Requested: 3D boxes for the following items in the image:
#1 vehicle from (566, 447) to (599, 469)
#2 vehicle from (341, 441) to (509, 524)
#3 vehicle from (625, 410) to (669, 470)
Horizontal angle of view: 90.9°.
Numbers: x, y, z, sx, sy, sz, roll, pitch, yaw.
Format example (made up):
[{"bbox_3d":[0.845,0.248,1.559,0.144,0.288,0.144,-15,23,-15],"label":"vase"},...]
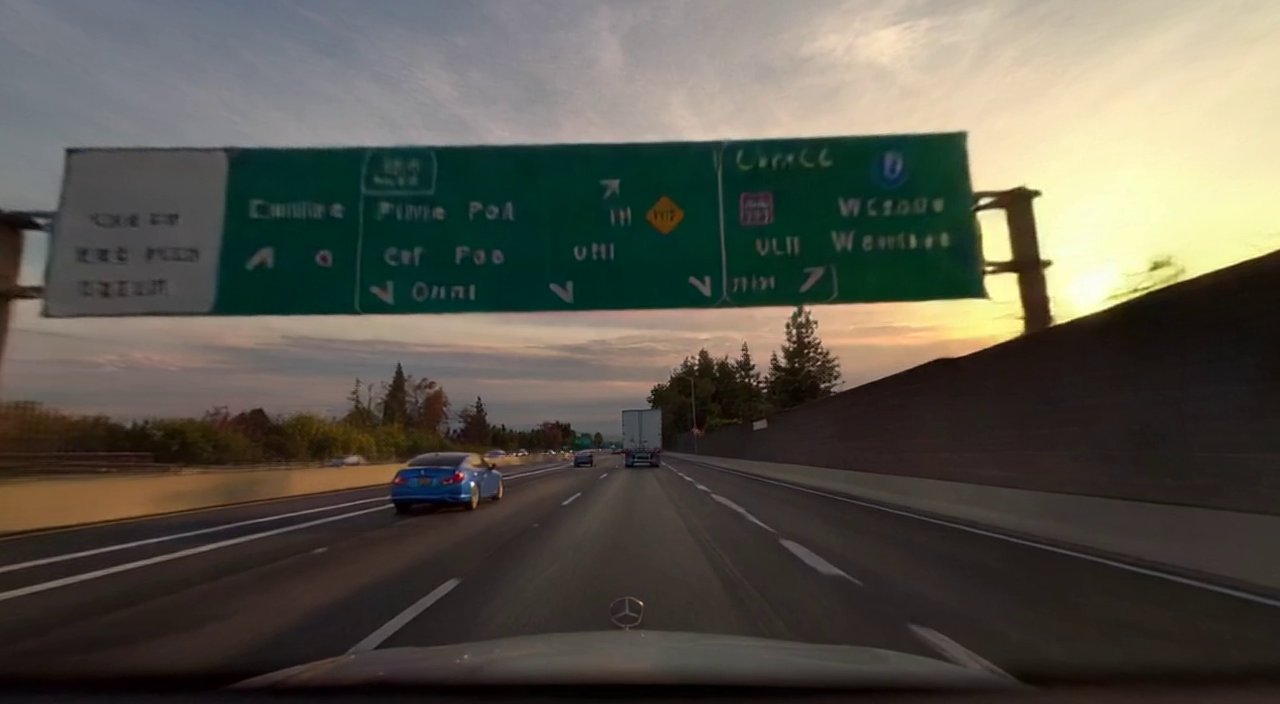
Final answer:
[{"bbox_3d":[-4.091,7.648,45.568,1.974,1.531,4.429,0,-9,0],"label":"vehicle"},{"bbox_3d":[-4.377,2.723,13.771,1.977,1.478,4.702,0,-9,0],"label":"vehicle"},{"bbox_3d":[0.517,6.764,47.888,2.980,4.051,10.359,0,-9,0],"label":"vehicle"}]
